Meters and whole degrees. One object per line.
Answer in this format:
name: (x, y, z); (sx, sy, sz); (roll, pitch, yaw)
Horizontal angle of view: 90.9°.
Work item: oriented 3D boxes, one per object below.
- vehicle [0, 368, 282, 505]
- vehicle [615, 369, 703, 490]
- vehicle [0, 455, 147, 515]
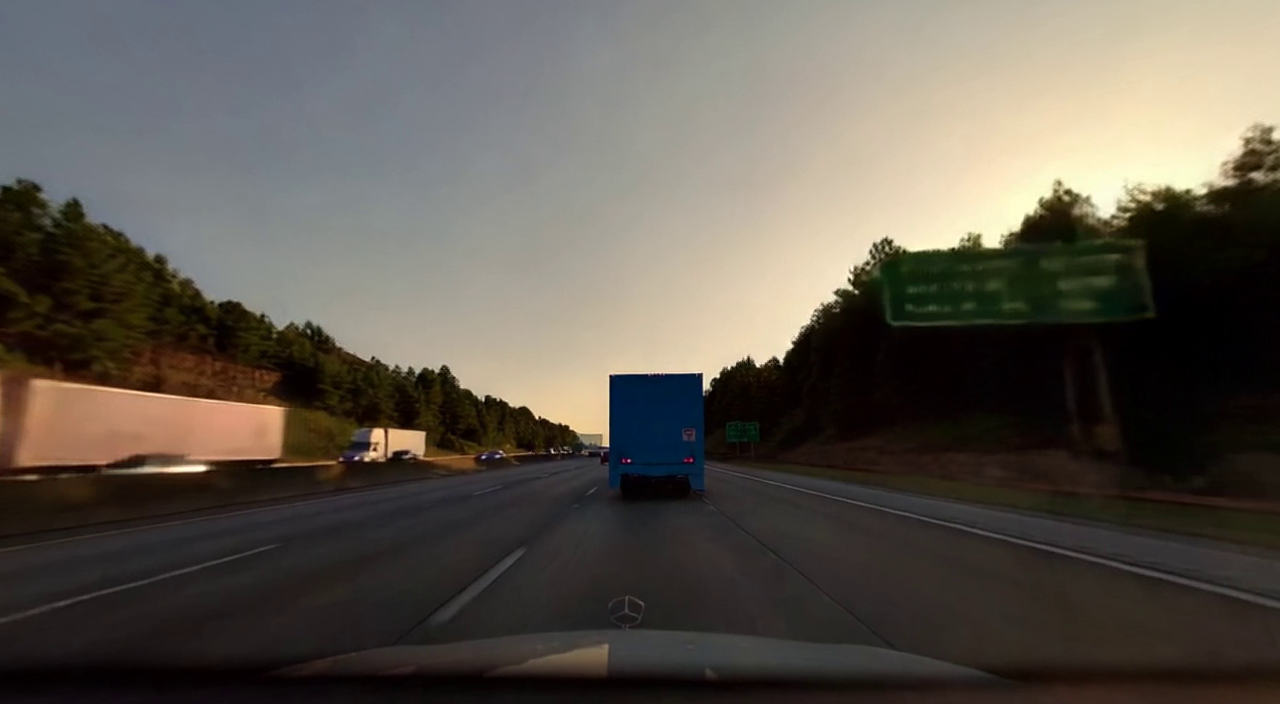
vehicle: (-20.000, 3.509, 24.974); (3.193, 3.890, 14.599); (0, -9, 0)
vehicle: (0.583, 3.313, 25.860); (2.898, 3.973, 10.063); (0, -9, 0)
vehicle: (-15.828, 3.535, 17.181); (1.774, 1.419, 3.615); (0, -9, 1)
